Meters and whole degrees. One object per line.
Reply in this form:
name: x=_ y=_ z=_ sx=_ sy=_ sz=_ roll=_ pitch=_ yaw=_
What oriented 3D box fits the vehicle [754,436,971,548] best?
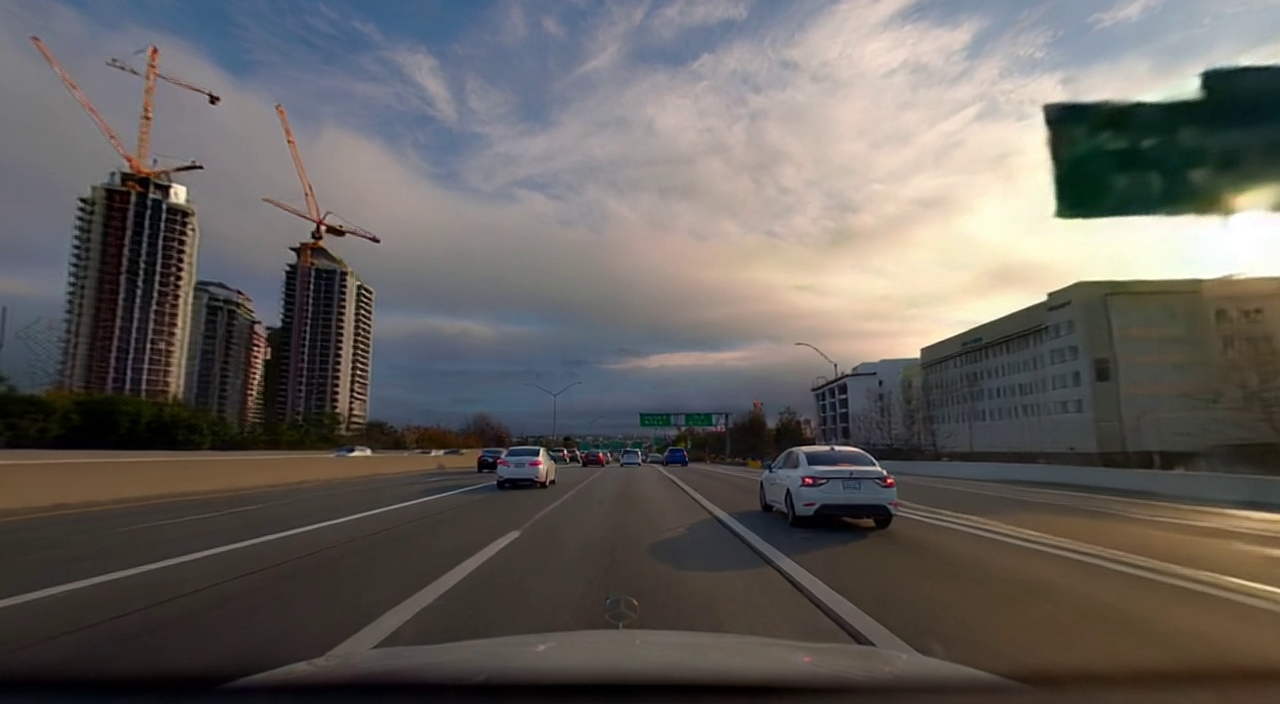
vehicle: x=3.408 y=2.221 z=10.792 sx=1.995 sy=1.486 sz=4.463 roll=0 pitch=-8 yaw=-1

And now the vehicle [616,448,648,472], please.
vehicle: x=-0.531 y=7.258 z=42.686 sx=2.019 sy=1.472 sz=3.971 roll=0 pitch=-8 yaw=-1

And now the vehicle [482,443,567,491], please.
vehicle: x=-3.955 y=4.019 z=22.491 sx=2.136 sy=1.512 sz=4.488 roll=0 pitch=-8 yaw=1
